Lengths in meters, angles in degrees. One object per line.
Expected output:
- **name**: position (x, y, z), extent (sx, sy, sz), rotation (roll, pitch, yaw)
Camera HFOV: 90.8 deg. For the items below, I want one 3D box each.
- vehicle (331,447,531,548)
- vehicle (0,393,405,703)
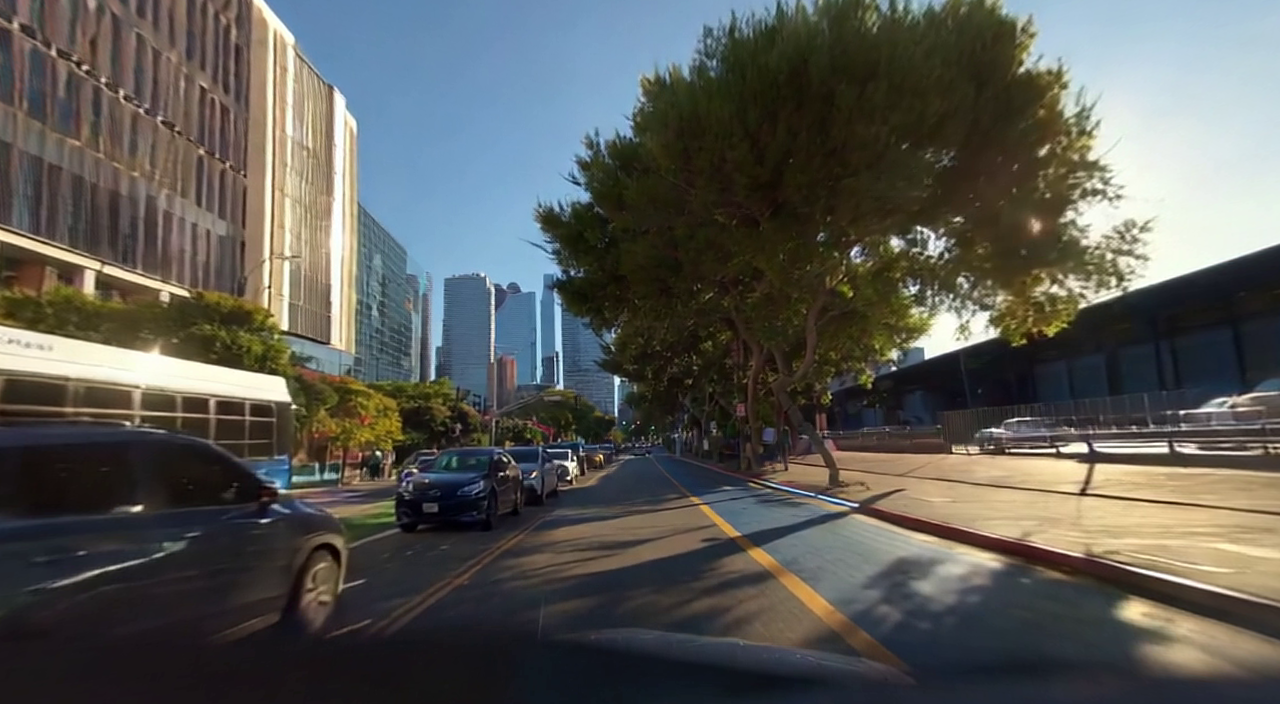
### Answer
- **vehicle**: position (-3.605, 2.581, 12.031), extent (2.127, 1.514, 4.617), rotation (0, -8, 1)
- **vehicle**: position (-3.464, 1.170, 3.670), extent (2.266, 1.621, 4.783), rotation (0, -8, 1)
